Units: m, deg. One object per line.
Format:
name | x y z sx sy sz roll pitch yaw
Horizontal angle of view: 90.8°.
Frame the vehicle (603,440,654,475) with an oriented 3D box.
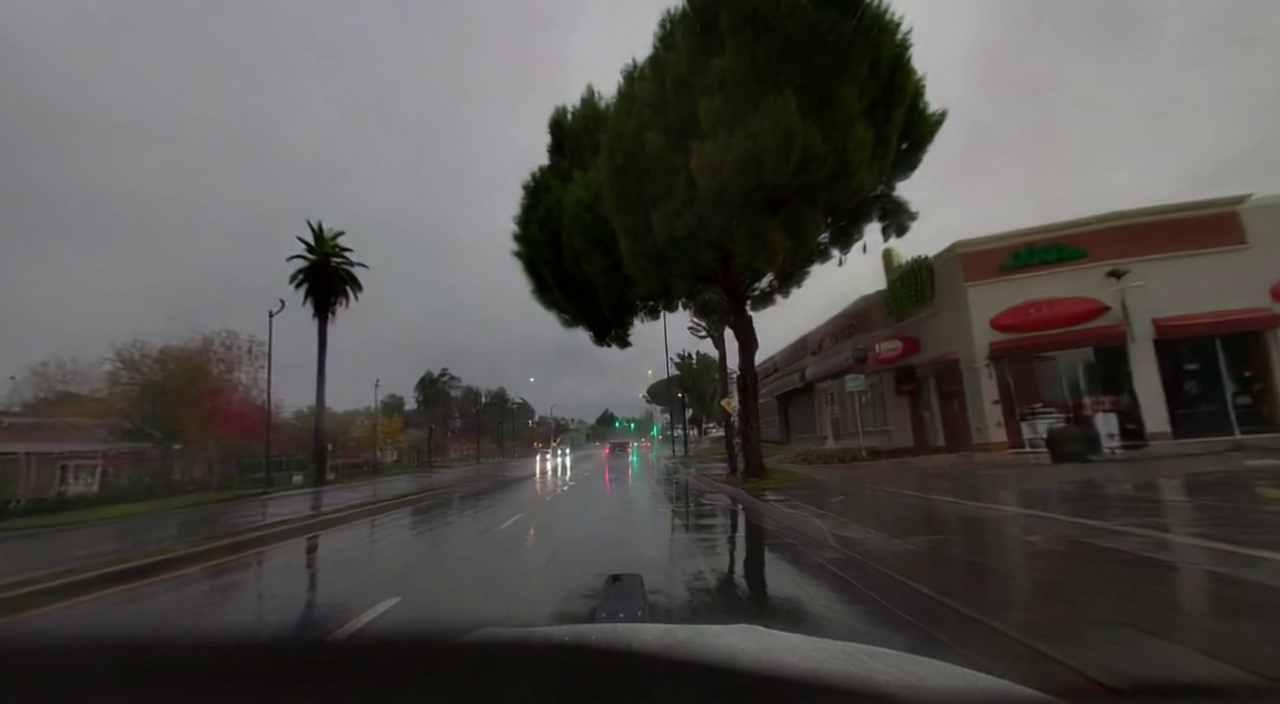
vehicle | -0.505 4.863 29.337 2.156 1.462 4.495 0 -8 0
